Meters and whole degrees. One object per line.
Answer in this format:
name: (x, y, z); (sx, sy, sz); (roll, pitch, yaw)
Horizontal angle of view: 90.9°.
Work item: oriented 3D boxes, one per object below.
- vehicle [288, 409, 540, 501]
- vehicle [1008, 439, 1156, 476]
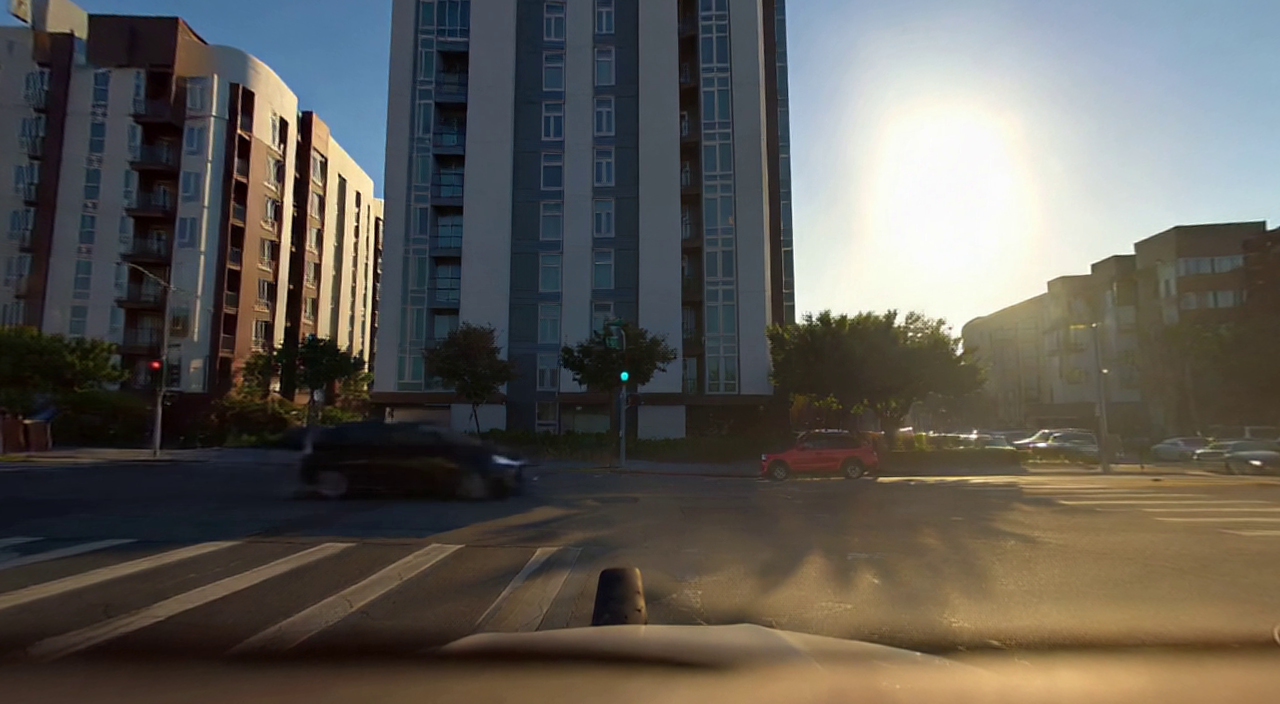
vehicle: (-4.726, 2.237, 13.847); (4.724, 1.834, 2.068); (0, -9, -1)
vehicle: (18.577, 4.460, 26.679); (4.823, 1.458, 1.914); (0, -9, -1)
